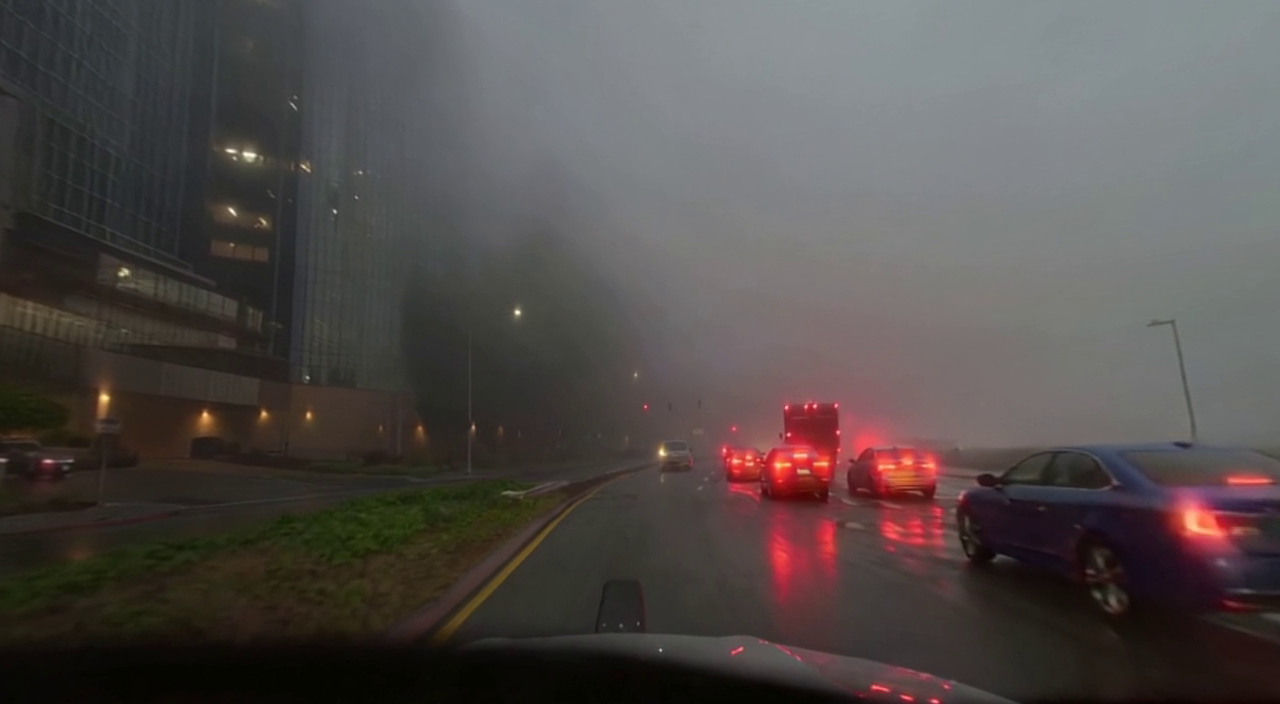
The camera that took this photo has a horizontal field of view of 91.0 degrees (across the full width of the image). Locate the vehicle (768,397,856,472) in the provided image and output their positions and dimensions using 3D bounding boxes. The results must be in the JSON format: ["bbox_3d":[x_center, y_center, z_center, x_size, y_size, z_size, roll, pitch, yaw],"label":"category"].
[{"bbox_3d":[9.678,5.003,37.260,3.128,3.616,13.736,-1,-9,8],"label":"vehicle"}]

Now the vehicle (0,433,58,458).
[{"bbox_3d":[-44.862,6.675,44.845,4.600,1.700,1.957,1,-9,-4],"label":"vehicle"}]

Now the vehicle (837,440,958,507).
[{"bbox_3d":[6.957,3.285,17.509,1.983,1.628,3.885,-1,-9,5],"label":"vehicle"}]

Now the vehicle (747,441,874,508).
[{"bbox_3d":[4.354,3.197,16.863,2.183,1.553,3.923,0,-9,-2],"label":"vehicle"}]

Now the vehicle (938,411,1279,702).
[{"bbox_3d":[4.784,1.495,5.908,2.089,1.609,4.922,-1,-9,7],"label":"vehicle"}]

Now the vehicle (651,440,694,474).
[{"bbox_3d":[1.848,5.687,34.283,2.121,1.728,4.161,-1,-9,6],"label":"vehicle"}]
